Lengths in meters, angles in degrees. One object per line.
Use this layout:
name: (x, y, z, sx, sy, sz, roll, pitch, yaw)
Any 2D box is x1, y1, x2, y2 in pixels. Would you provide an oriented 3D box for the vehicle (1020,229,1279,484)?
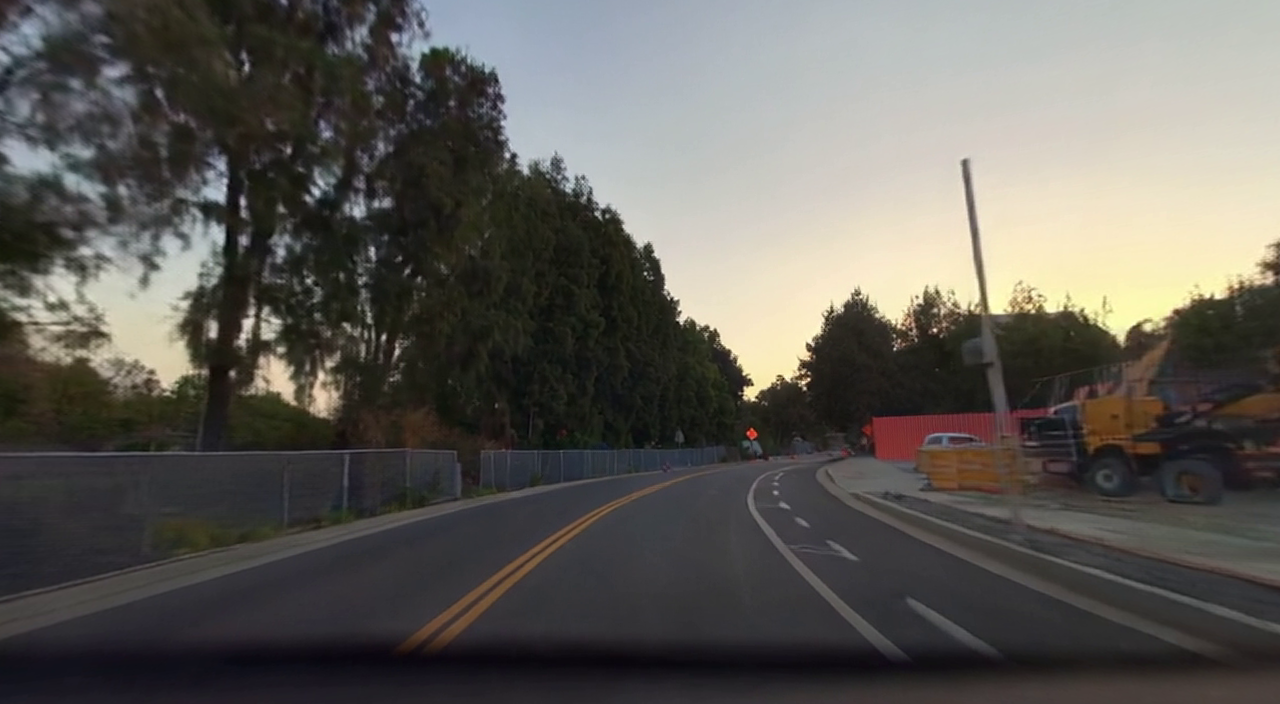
vehicle: (11.124, 0.391, 11.386, 2.984, 3.691, 10.409, -1, -9, 6)
